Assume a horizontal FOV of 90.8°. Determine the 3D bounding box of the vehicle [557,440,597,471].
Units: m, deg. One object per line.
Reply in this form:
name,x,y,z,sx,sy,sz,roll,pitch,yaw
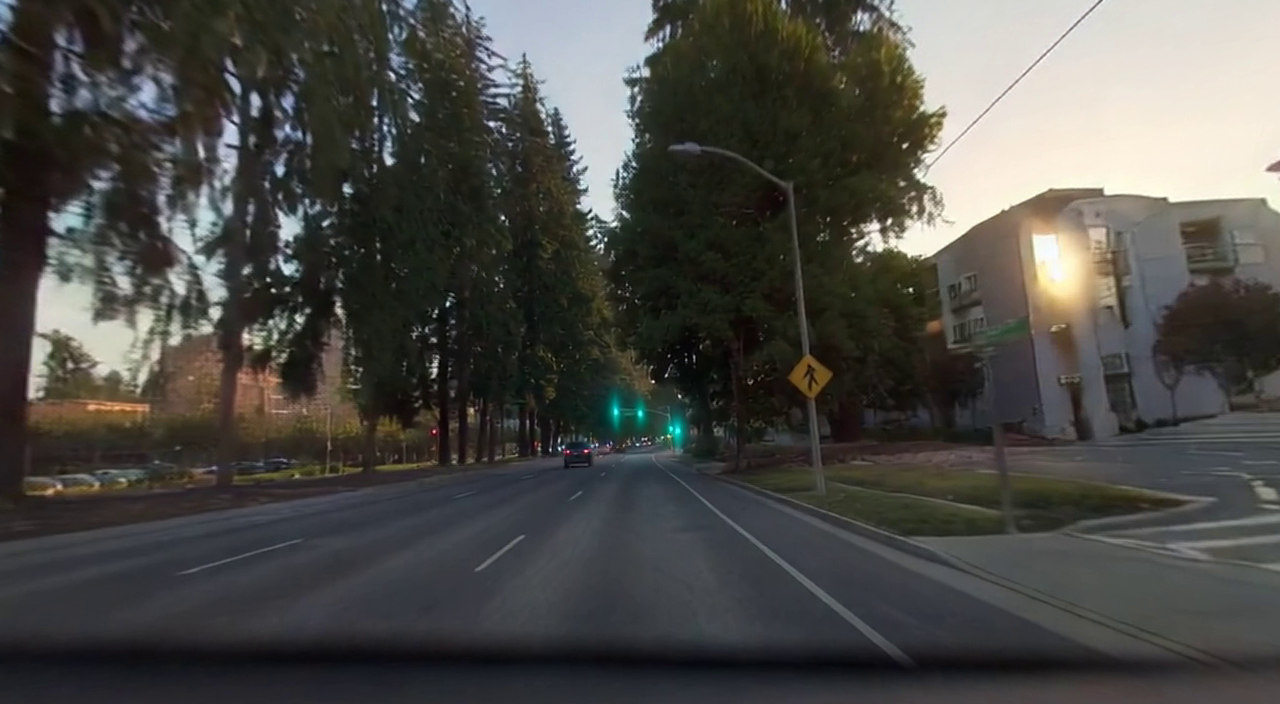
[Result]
vehicle,-3.678,6.112,37.590,1.959,1.741,4.141,0,-8,1
